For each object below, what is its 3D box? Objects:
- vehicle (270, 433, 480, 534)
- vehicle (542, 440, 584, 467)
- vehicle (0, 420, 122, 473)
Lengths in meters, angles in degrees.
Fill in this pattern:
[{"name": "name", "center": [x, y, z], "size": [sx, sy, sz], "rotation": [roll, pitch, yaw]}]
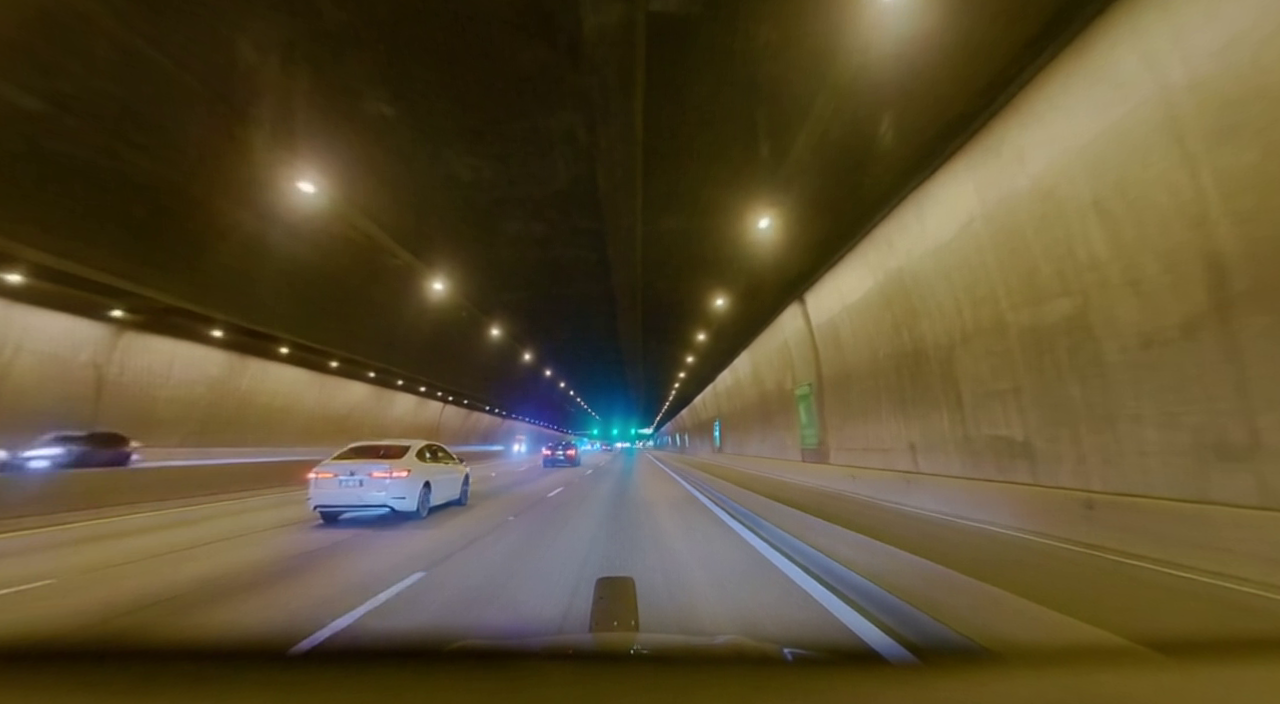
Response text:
[{"name": "vehicle", "center": [-4.358, 2.199, 11.204], "size": [1.885, 1.424, 4.230], "rotation": [-1, -8, 0]}, {"name": "vehicle", "center": [-4.477, 5.952, 37.155], "size": [1.973, 1.474, 4.199], "rotation": [0, -8, -1]}, {"name": "vehicle", "center": [-19.985, 3.121, 20.854], "size": [1.874, 1.552, 4.455], "rotation": [0, -8, -1]}]
